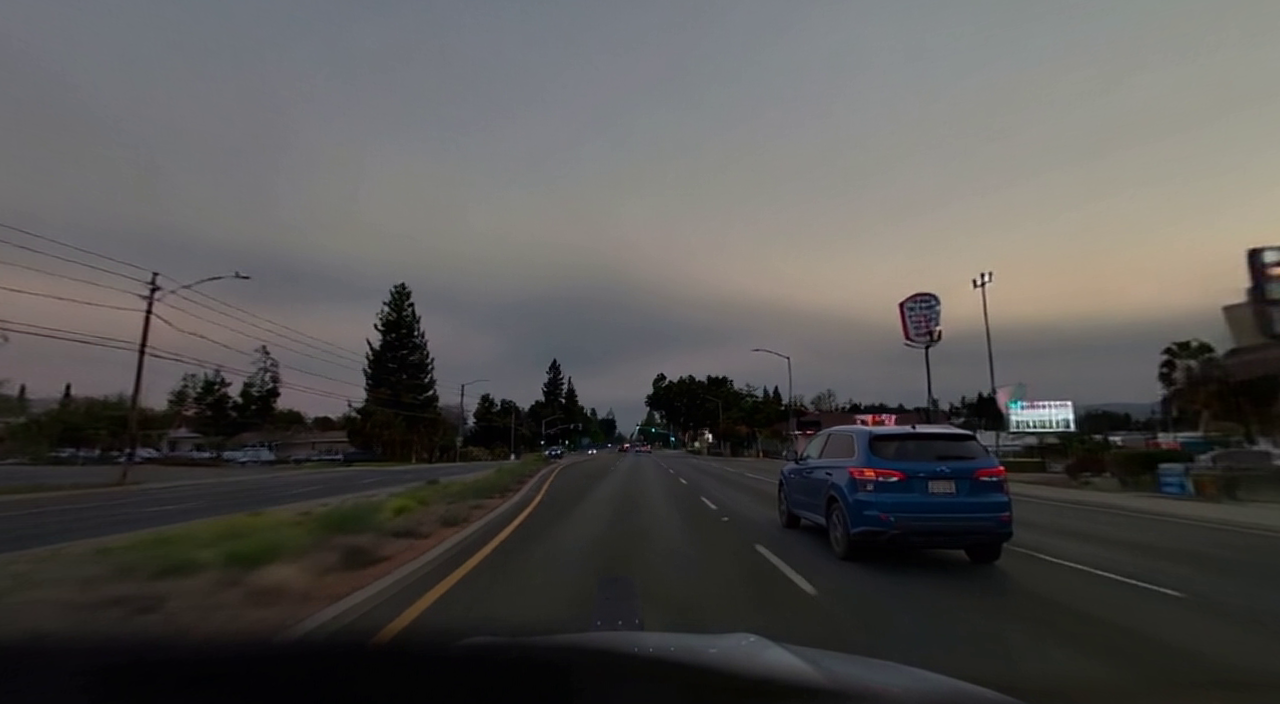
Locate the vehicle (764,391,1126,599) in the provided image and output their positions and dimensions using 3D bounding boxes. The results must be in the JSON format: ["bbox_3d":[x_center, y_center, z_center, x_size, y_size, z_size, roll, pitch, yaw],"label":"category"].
[{"bbox_3d":[3.100,1.583,7.853,2.130,1.790,4.615,0,-9,-1],"label":"vehicle"}]
